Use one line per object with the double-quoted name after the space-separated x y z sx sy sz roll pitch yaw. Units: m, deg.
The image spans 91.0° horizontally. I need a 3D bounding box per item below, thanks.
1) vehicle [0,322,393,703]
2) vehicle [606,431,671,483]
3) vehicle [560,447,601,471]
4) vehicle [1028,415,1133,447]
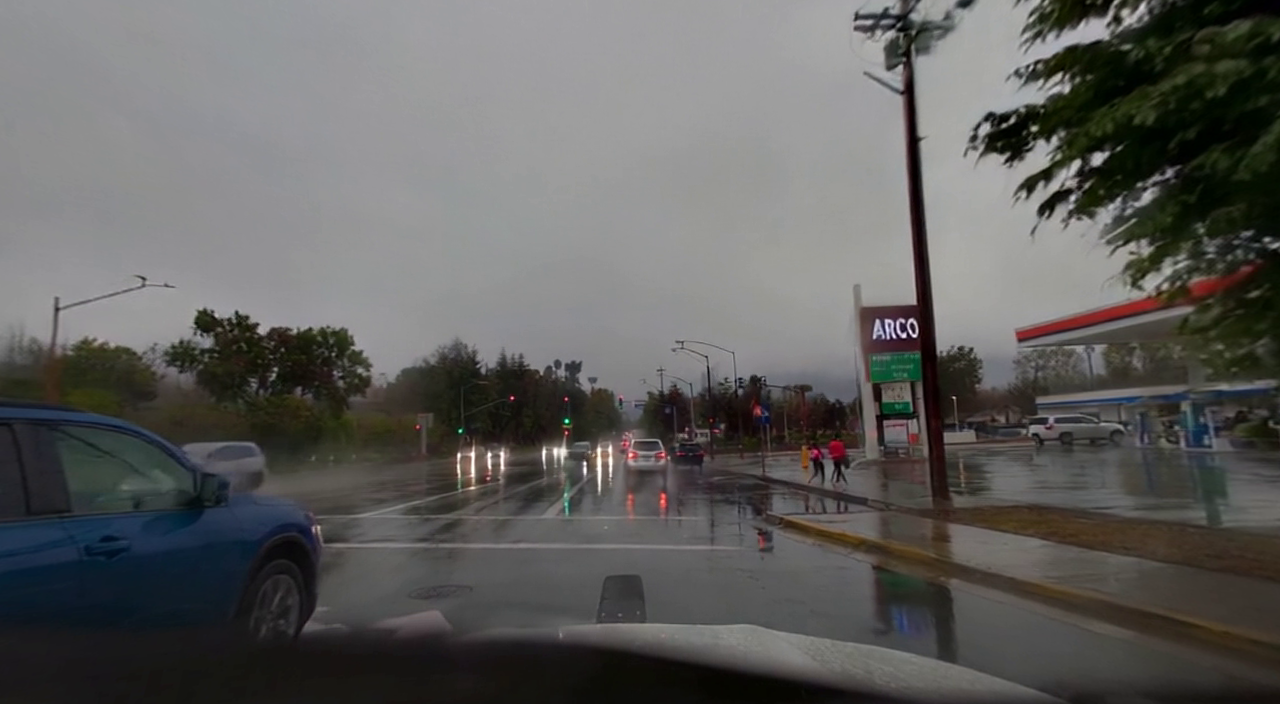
-3.183 0.900 2.786 2.247 1.734 4.919 0 -8 -1 "vehicle"
-0.119 4.569 27.722 2.552 1.999 5.498 0 -8 -1 "vehicle"
-3.866 6.994 41.488 2.192 1.458 4.594 0 -8 1 "vehicle"
28.108 5.068 40.257 5.102 1.893 2.120 0 -9 -1 "vehicle"
